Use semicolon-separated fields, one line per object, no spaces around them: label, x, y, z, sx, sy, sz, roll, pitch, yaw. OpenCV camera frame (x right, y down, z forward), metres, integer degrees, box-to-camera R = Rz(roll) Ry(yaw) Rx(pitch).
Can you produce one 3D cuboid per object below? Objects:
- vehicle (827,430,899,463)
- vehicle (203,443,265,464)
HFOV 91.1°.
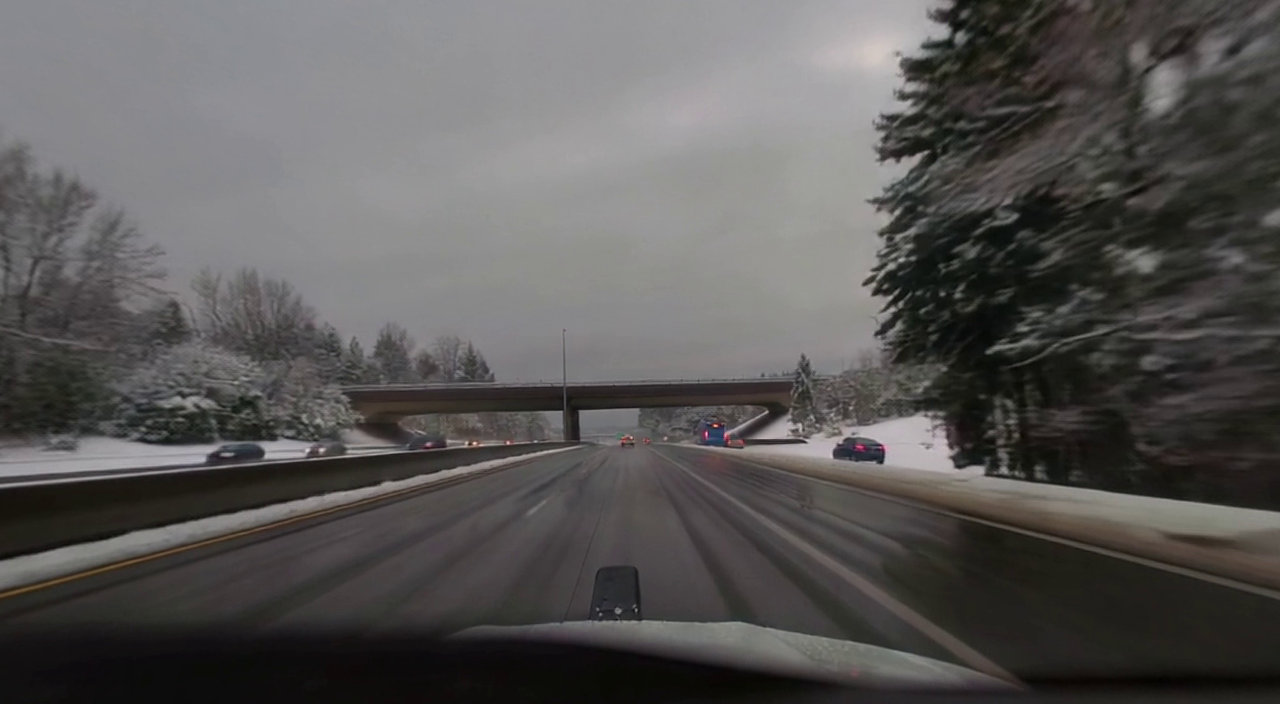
vehicle;10.396;4.419;29.562;1.880;1.460;3.770;0;-8;-2
vehicle;-31.150;7.766;48.376;1.807;1.517;4.196;-1;-8;3
